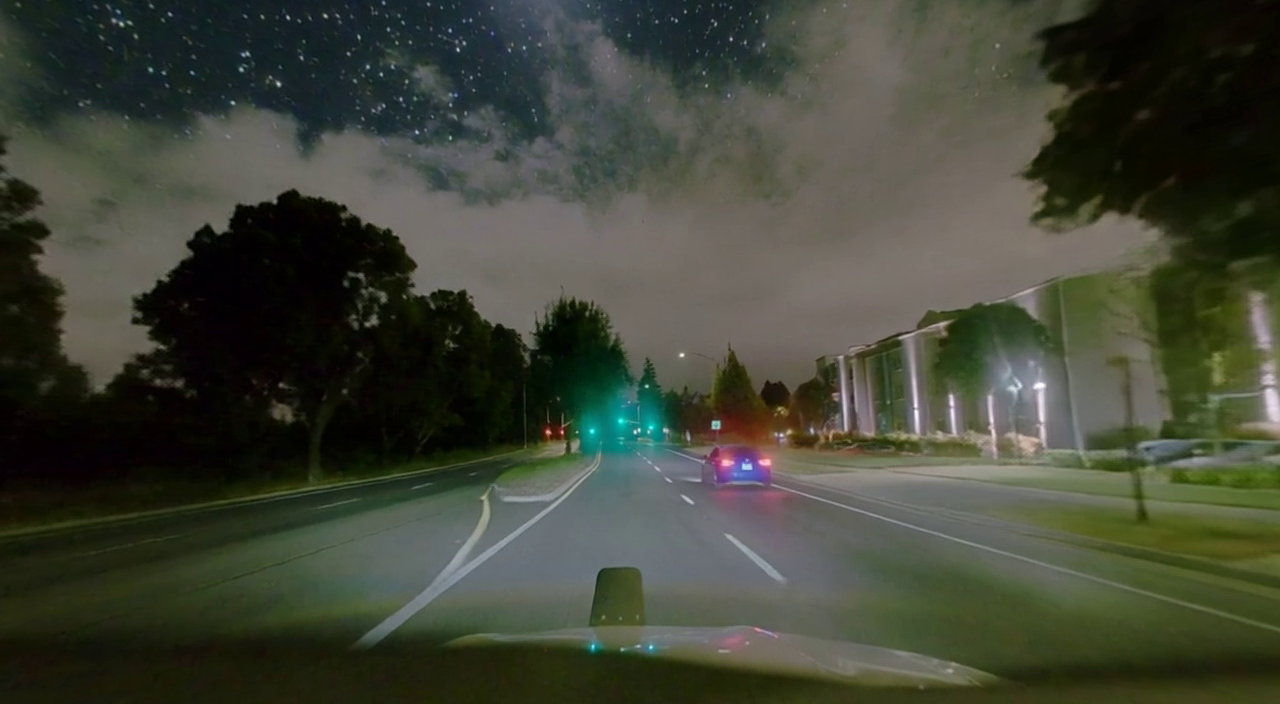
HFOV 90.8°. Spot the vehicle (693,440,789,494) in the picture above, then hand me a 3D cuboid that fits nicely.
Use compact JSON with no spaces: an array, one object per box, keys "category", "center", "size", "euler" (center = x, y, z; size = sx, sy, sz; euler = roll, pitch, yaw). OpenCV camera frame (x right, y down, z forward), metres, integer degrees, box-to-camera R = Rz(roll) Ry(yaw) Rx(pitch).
[{"category":"vehicle","center":[3.031,3.568,20.031],"size":[2.114,1.493,4.430],"euler":[0,-9,-3]}]

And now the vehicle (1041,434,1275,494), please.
[{"category":"vehicle","center":[20.436,4.447,25.245],"size":[6.861,1.821,2.768],"euler":[-3,-9,-1]}]

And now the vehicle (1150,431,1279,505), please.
[{"category":"vehicle","center":[19.983,3.458,19.492],"size":[6.229,1.865,2.595],"euler":[-4,-15,-6]}]
